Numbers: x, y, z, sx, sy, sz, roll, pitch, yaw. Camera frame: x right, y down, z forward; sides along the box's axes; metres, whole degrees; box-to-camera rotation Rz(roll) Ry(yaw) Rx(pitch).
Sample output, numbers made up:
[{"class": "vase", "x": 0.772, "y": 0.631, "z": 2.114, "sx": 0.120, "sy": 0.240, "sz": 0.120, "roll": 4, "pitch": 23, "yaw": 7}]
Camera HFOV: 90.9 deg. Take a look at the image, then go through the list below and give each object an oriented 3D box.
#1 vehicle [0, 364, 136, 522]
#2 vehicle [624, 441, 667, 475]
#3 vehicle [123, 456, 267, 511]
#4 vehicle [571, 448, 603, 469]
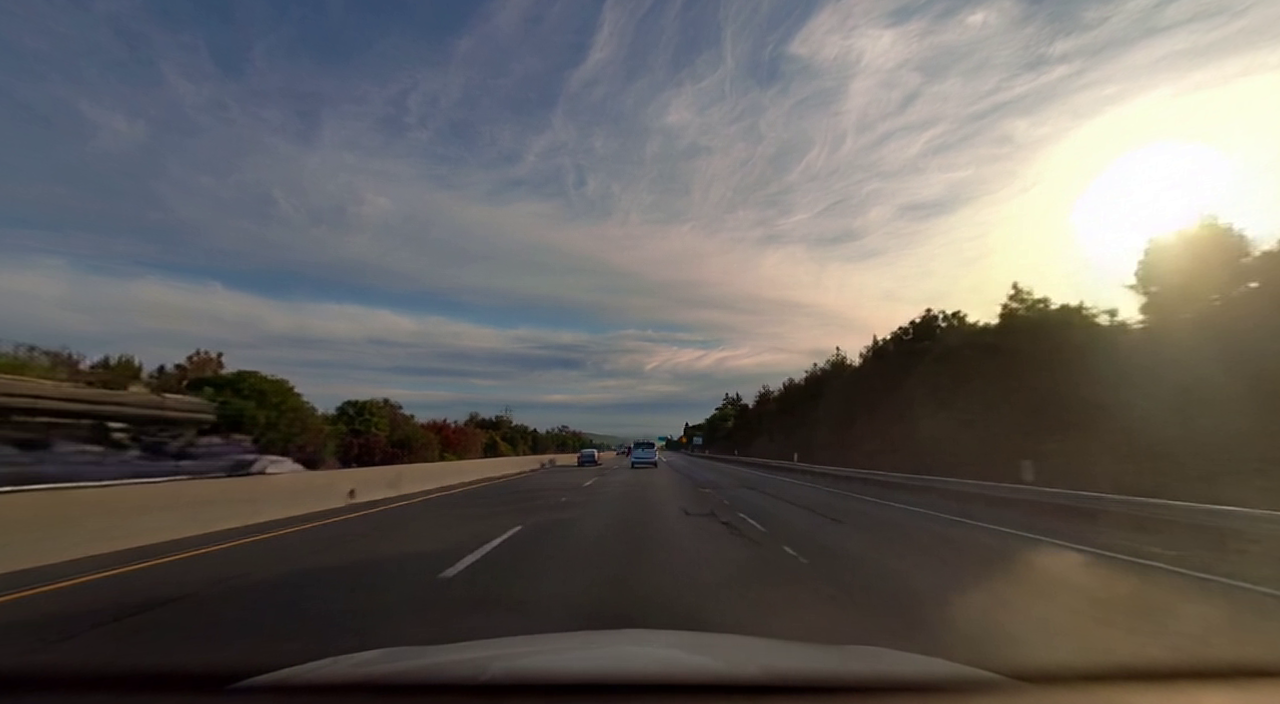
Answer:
[{"class": "vehicle", "x": -17.243, "y": 2.117, "z": 14.676, "sx": 2.953, "sy": 3.833, "sz": 9.571, "roll": 0, "pitch": -9, "yaw": 0}, {"class": "vehicle", "x": 0.290, "y": 5.706, "z": 34.005, "sx": 2.172, "sy": 1.687, "sz": 3.929, "roll": 0, "pitch": -9, "yaw": 0}, {"class": "vehicle", "x": -12.938, "y": 3.804, "z": 18.599, "sx": 1.676, "sy": 1.396, "sz": 3.459, "roll": 0, "pitch": -9, "yaw": 0}, {"class": "vehicle", "x": -3.856, "y": 7.830, "z": 46.636, "sx": 1.998, "sy": 1.460, "sz": 4.422, "roll": 0, "pitch": -9, "yaw": 0}]
